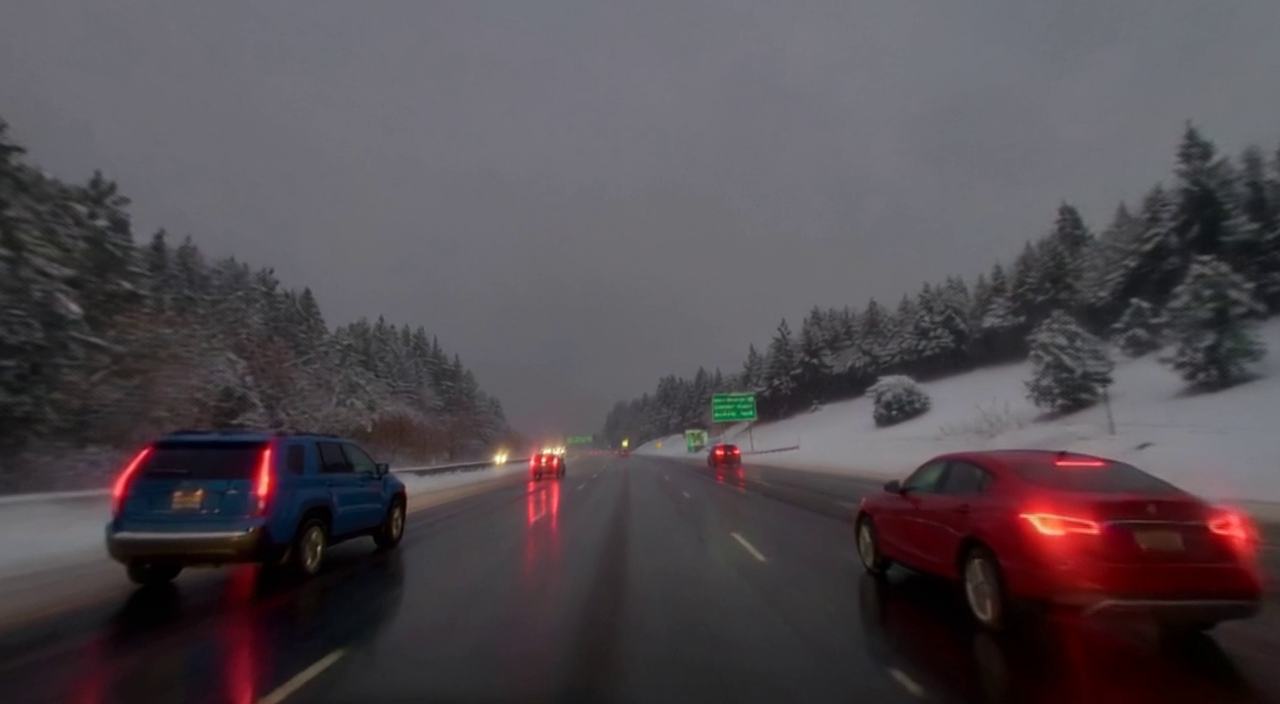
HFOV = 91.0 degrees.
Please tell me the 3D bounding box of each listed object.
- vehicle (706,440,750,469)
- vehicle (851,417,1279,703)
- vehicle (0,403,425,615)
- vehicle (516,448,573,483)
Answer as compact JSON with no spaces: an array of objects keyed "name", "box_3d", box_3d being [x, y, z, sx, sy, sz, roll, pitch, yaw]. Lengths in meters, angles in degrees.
[{"name":"vehicle","box_3d":[6.611,7.745,47.677,2.378,2.096,5.119,0,-9,-2]},{"name":"vehicle","box_3d":[3.710,1.483,5.644,2.120,1.572,4.344,0,-9,0]},{"name":"vehicle","box_3d":[-4.338,1.636,7.444,2.079,1.745,4.281,0,-9,0]},{"name":"vehicle","box_3d":[-4.333,5.232,29.306,2.009,1.488,4.289,0,-9,-1]}]
